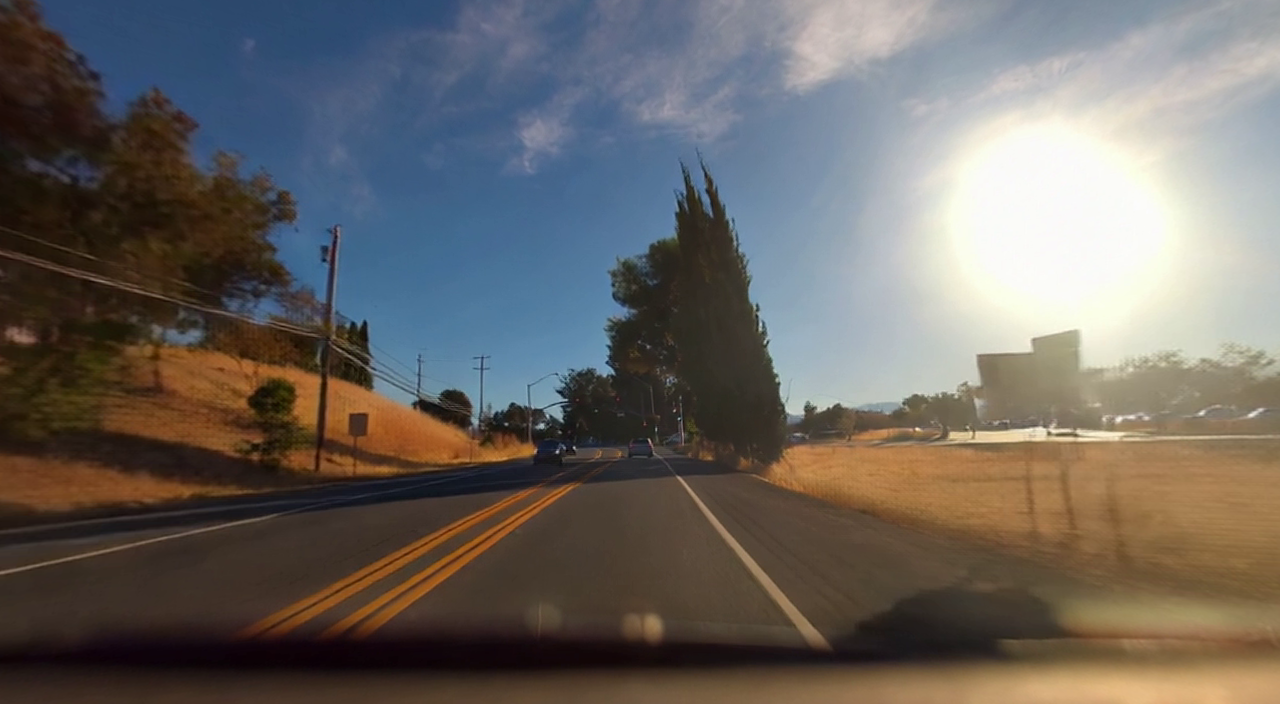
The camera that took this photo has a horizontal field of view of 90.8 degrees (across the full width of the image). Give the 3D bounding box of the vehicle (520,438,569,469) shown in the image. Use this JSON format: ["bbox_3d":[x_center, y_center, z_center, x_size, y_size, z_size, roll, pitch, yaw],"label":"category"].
[{"bbox_3d":[-5.703,6.129,38.405,2.347,1.720,4.687,-1,-8,-1],"label":"vehicle"}]
